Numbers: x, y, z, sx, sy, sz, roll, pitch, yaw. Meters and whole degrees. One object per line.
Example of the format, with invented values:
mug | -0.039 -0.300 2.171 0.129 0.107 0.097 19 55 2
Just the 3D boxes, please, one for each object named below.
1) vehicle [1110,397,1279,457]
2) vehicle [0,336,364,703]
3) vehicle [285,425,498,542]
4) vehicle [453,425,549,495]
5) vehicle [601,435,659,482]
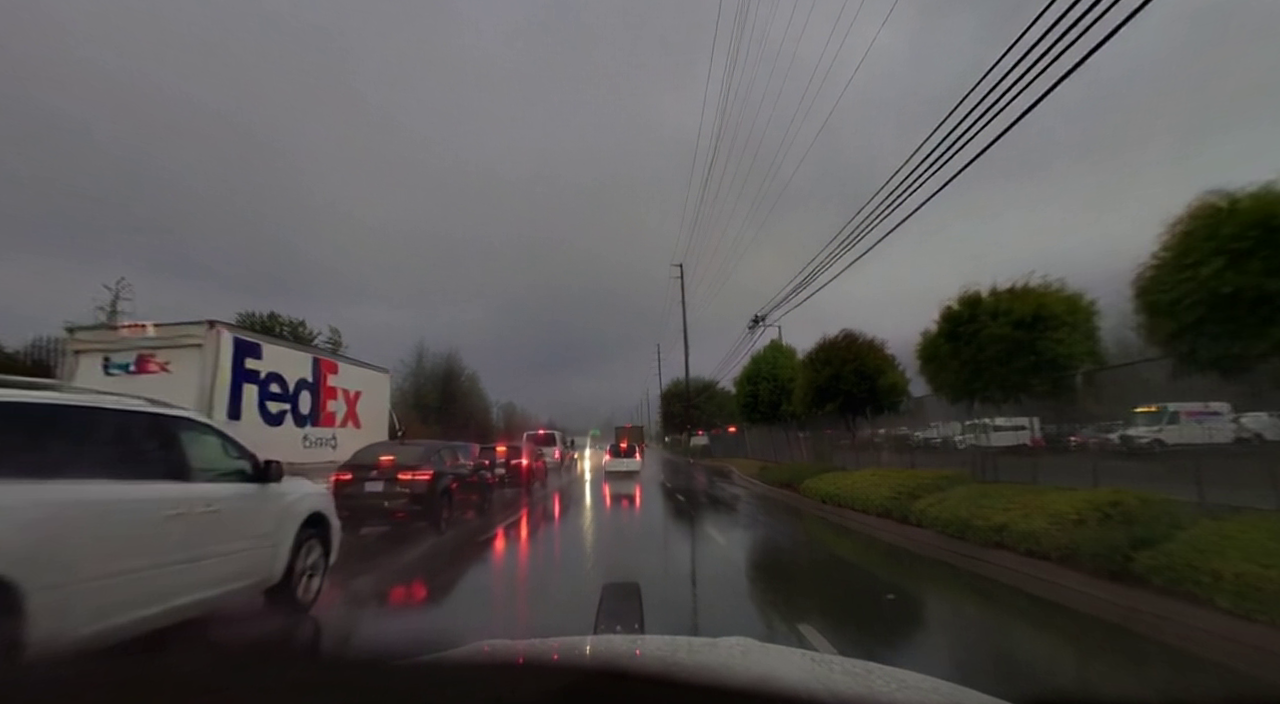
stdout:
vehicle | 32.691 4.384 36.437 8.848 3.271 2.774 0 -9 -5
vehicle | -3.827 0.981 3.557 2.263 1.803 4.868 0 -9 0
vehicle | -4.029 2.196 11.169 2.014 1.637 4.382 0 -9 -1
vehicle | -4.064 3.244 19.262 1.956 1.865 4.624 0 -9 -1
vehicle | -0.405 4.111 24.517 2.055 1.671 4.147 0 -9 -1
